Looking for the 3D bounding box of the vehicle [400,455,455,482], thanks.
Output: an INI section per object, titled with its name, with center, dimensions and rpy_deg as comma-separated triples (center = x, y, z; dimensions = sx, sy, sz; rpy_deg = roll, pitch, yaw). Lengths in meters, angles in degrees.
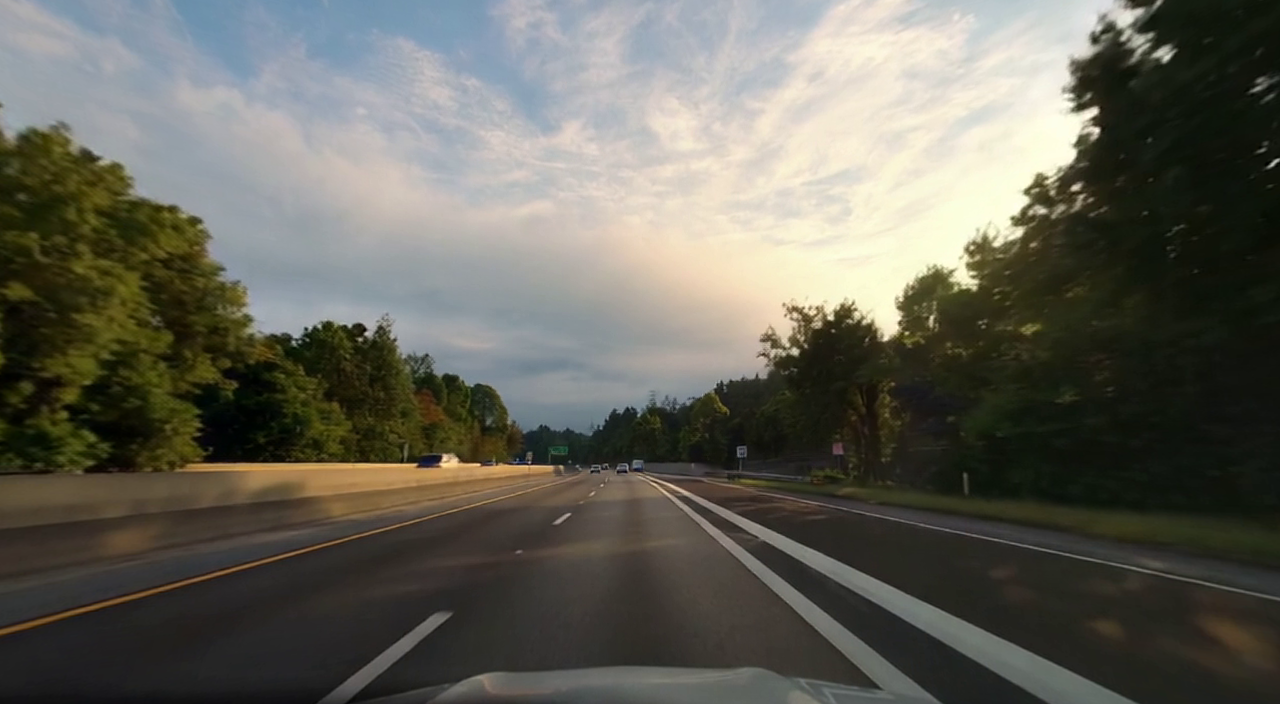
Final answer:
[vehicle]
center = -12.844, 7.089, 38.383
dimensions = 1.869, 1.509, 4.350
rpy_deg = 1, -10, -1
